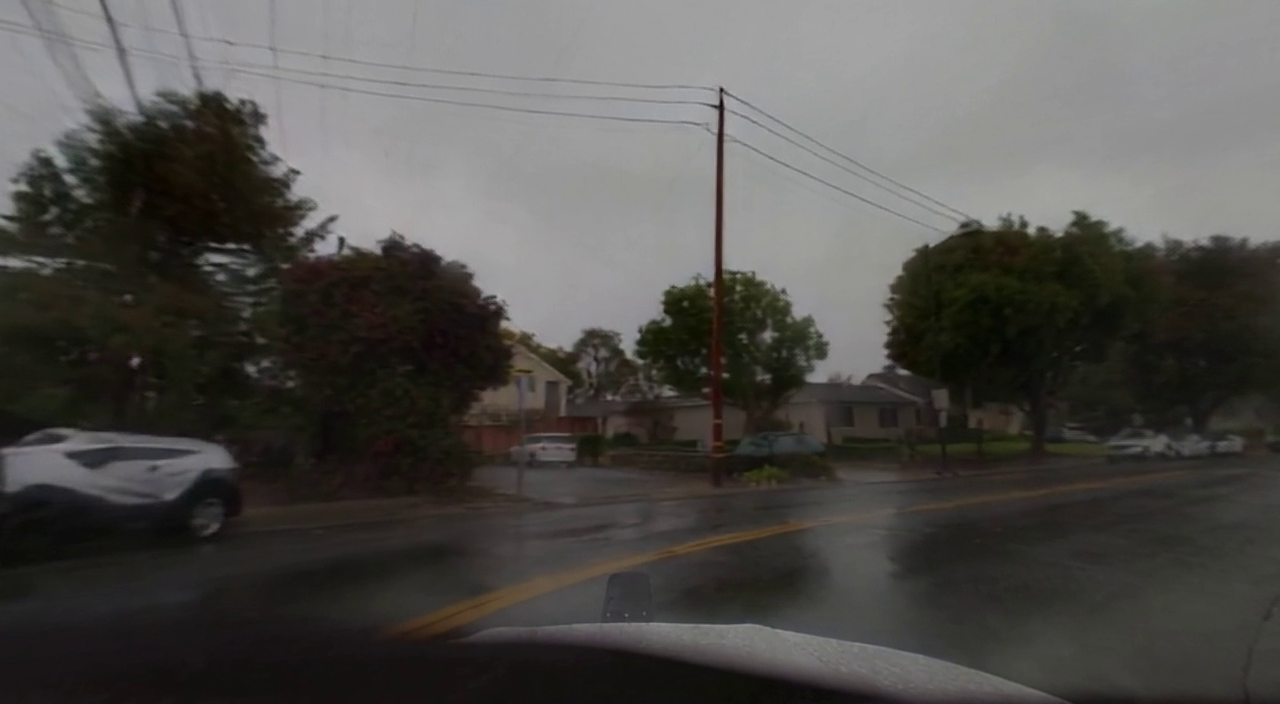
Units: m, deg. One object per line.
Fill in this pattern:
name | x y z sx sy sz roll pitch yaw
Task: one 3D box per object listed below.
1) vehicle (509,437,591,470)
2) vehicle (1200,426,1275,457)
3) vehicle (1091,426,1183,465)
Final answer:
vehicle | -4.617 5.168 32.284 3.784 1.532 1.650 3 -9 -28
vehicle | 37.876 5.692 39.892 5.370 1.799 2.120 5 -11 -34
vehicle | 24.459 4.580 30.990 4.437 1.695 2.027 5 -13 -33
